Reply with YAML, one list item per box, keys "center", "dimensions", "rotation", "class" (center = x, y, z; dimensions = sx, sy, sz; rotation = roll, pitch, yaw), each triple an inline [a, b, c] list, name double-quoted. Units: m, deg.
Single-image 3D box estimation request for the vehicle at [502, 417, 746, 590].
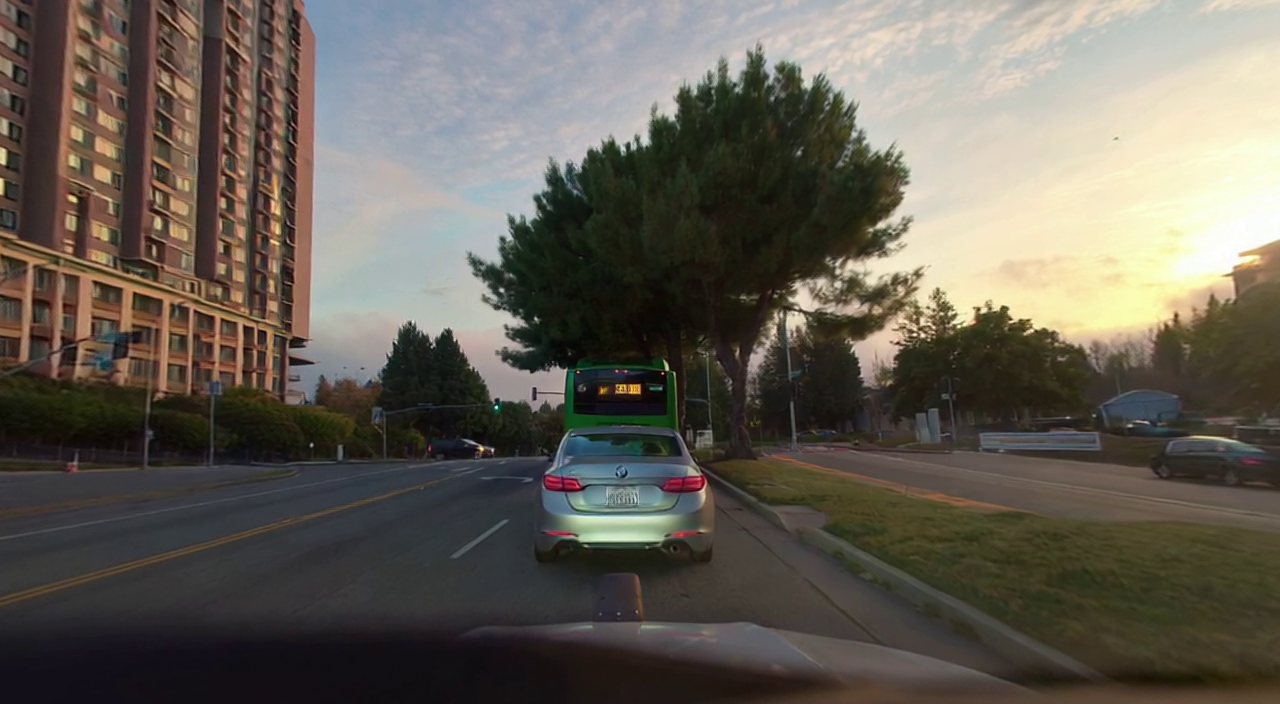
- center: [-0.186, 1.547, 7.358]
  dimensions: [2.064, 1.452, 3.942]
  rotation: [0, -8, -2]
  class: "vehicle"
